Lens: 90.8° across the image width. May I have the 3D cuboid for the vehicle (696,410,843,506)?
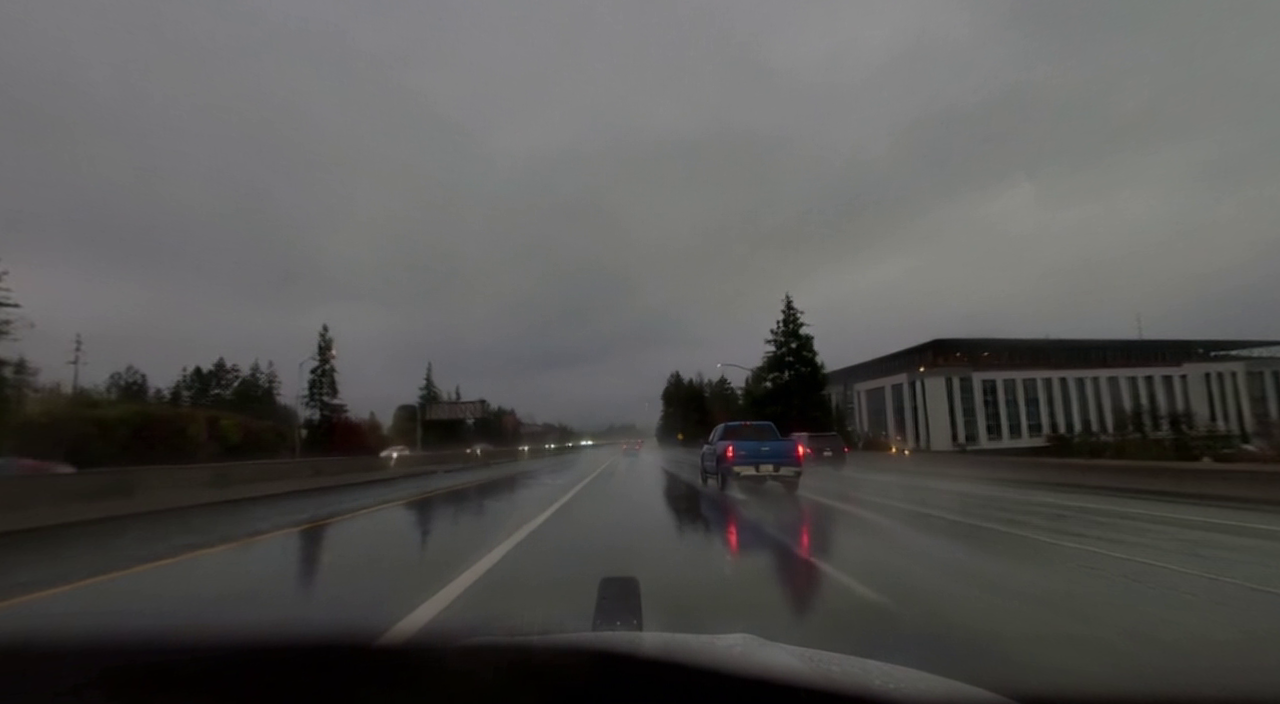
[{"bbox_3d":[2.930,2.581,15.701,2.462,1.984,4.718,0,-8,-2],"label":"vehicle"}]
